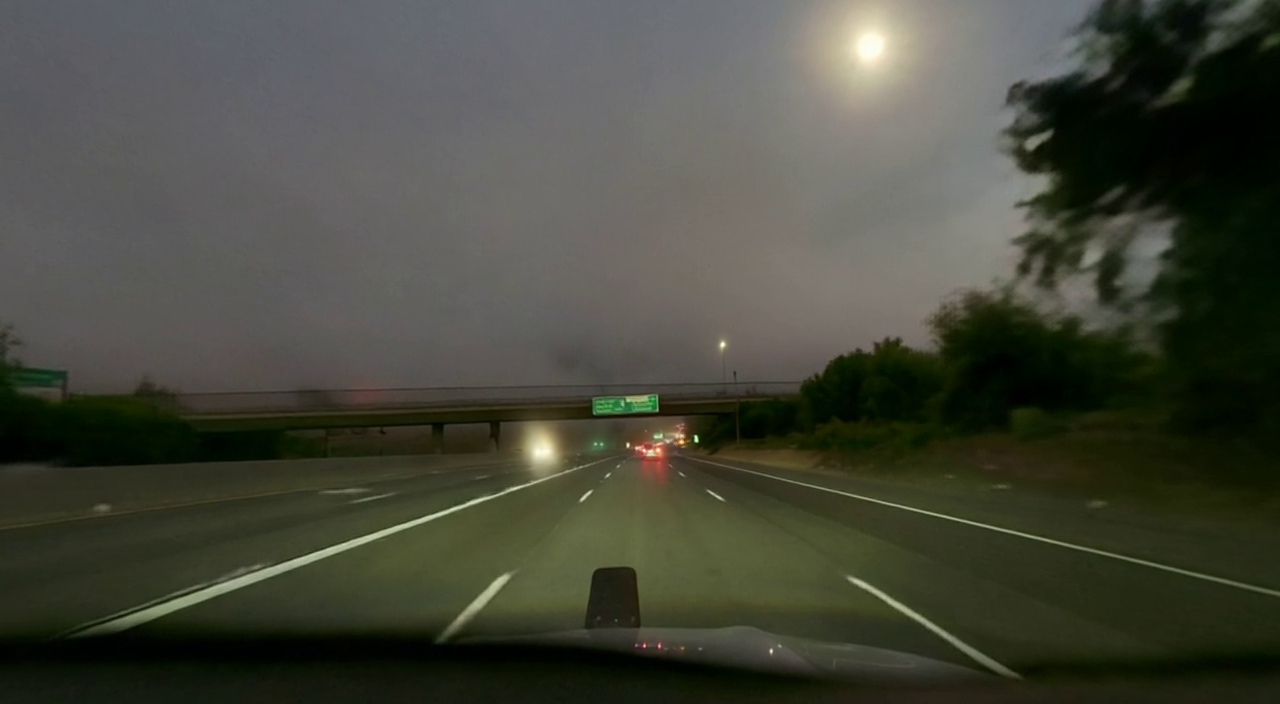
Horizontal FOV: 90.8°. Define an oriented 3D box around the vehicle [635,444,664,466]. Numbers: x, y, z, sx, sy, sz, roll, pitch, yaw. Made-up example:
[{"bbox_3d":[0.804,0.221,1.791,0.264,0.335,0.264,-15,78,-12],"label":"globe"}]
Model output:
[{"bbox_3d":[0.644,7.254,44.735,1.970,1.477,4.158,0,-9,-1],"label":"vehicle"}]
